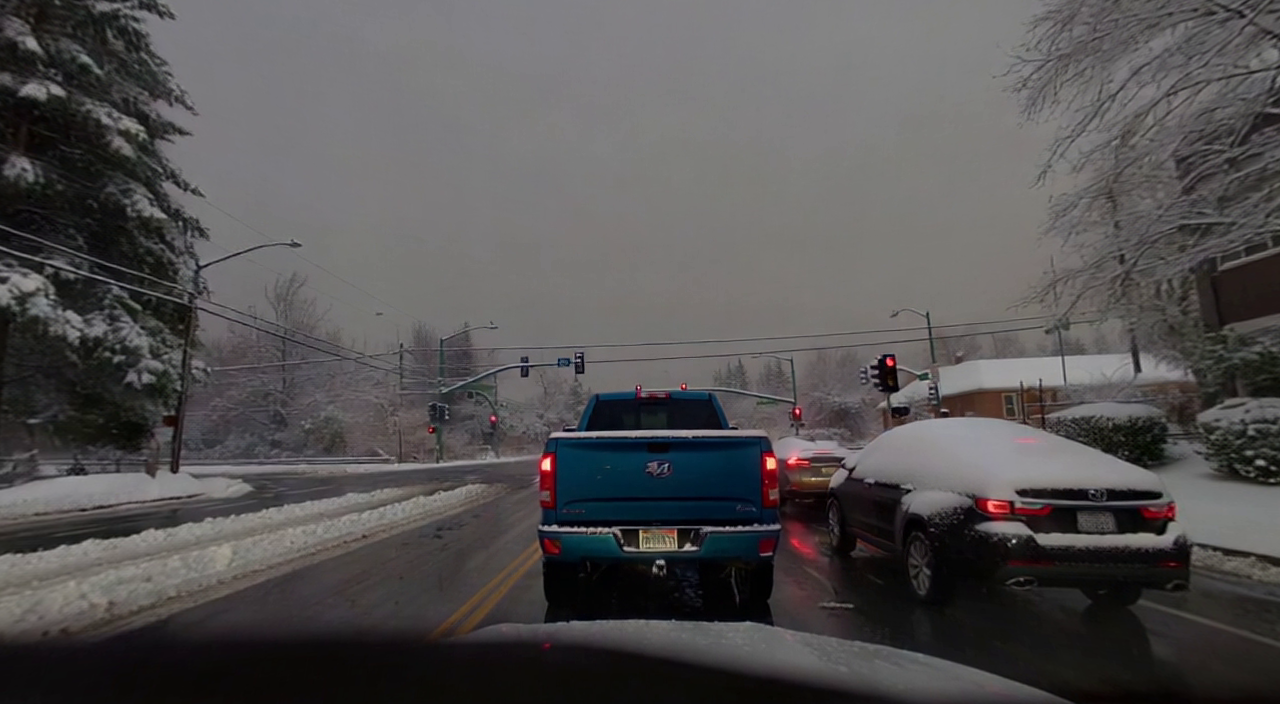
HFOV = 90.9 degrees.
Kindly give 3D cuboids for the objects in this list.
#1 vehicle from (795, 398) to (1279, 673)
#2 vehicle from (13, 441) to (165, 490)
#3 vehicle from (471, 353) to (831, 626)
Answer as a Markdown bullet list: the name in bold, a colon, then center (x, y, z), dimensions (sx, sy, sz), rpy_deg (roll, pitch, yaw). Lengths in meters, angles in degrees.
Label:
- **vehicle**: center (3.332, 1.502, 6.495), dimensions (2.155, 1.667, 5.162), rpy_deg (0, -8, 0)
- **vehicle**: center (-21.741, 4.467, 25.199), dimensions (2.062, 1.764, 4.508), rpy_deg (0, -8, -2)
- **vehicle**: center (0.102, 1.403, 7.439), dimensions (2.636, 2.011, 5.425), rpy_deg (0, -8, 1)
